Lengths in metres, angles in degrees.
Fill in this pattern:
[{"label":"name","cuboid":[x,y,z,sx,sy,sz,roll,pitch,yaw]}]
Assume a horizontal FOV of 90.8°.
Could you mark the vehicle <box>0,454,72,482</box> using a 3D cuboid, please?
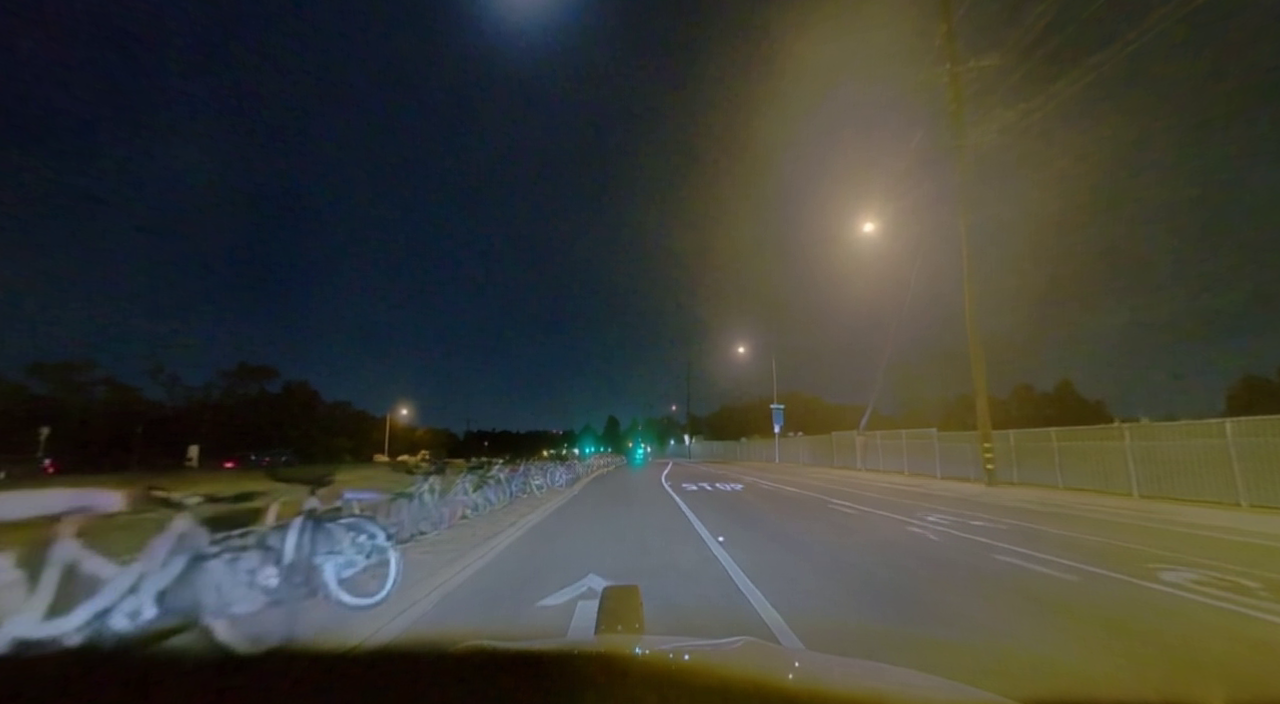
[{"label":"vehicle","cuboid":[-33.742,6.250,34.067,4.327,1.402,1.757,0,-8,-4]}]
